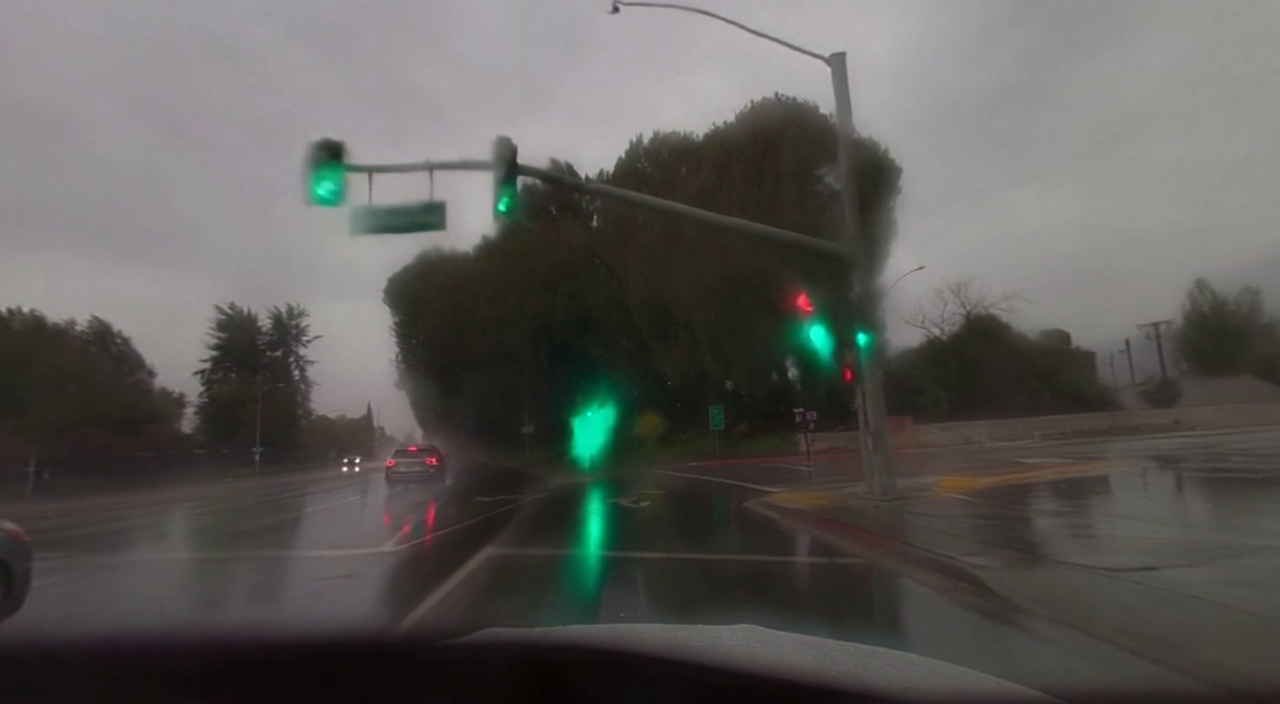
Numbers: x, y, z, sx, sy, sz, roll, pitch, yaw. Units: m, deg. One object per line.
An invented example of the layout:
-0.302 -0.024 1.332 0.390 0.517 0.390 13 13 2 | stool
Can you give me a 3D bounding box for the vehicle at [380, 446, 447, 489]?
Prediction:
-9.866 5.006 27.873 2.134 1.707 4.471 2 -9 -12 | vehicle
